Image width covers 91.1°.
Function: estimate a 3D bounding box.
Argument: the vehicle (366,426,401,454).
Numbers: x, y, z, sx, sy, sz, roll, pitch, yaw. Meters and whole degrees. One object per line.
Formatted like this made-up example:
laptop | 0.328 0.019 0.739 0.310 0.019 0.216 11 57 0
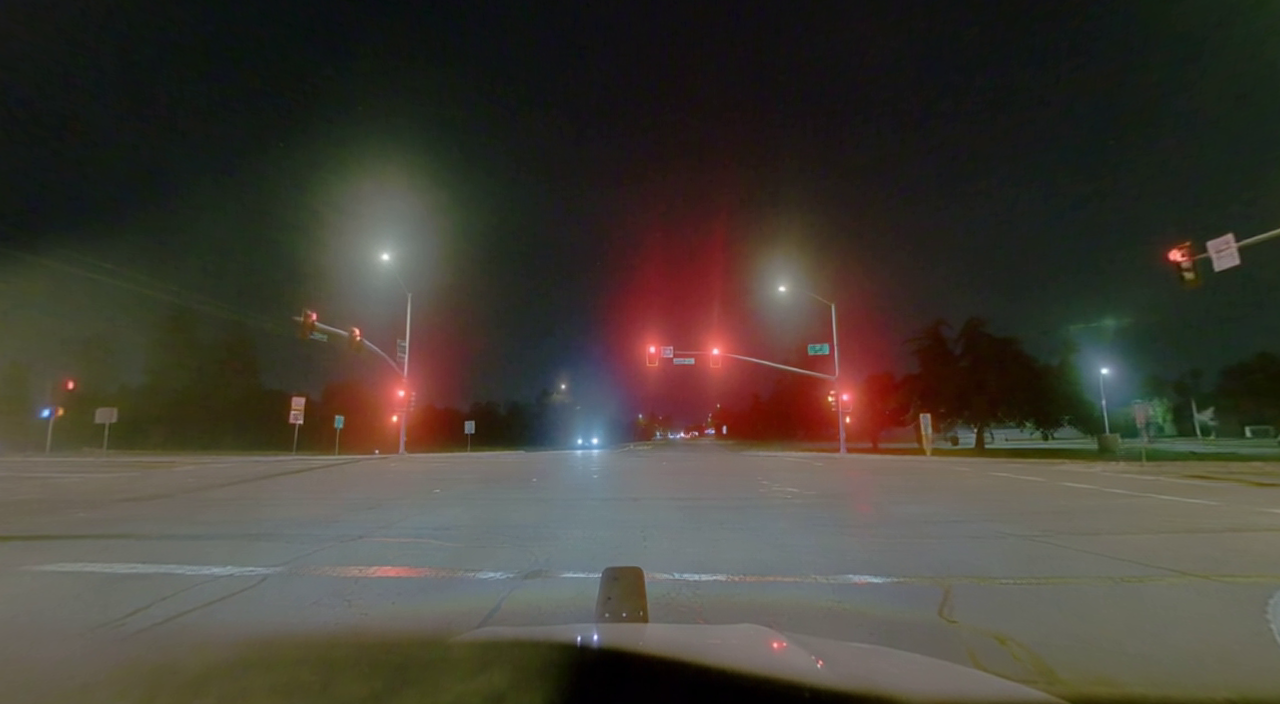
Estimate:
vehicle | -20.001 6.861 48.868 1.873 2.079 2.879 5 -10 -33
